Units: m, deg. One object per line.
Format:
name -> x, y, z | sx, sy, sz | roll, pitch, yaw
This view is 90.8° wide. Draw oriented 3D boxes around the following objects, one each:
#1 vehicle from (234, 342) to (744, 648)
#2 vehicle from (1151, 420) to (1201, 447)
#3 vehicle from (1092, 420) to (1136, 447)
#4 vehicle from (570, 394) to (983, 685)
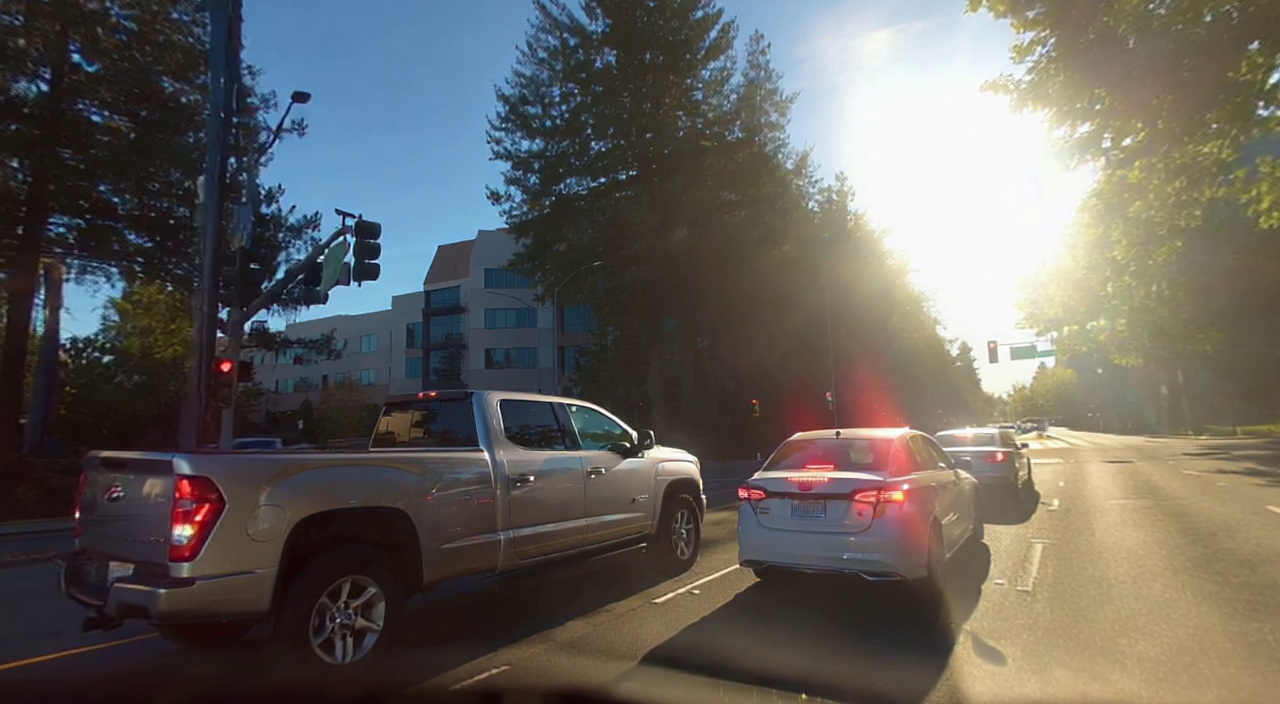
vehicle -> -0.878, 1.405, 7.463 | 2.272, 2.016, 6.146 | -5, -10, 28
vehicle -> 35.762, 5.481, 42.214 | 2.183, 1.714, 4.491 | -6, -11, 37
vehicle -> 32.789, 5.679, 43.725 | 2.160, 1.790, 4.303 | -6, -10, 35
vehicle -> 1.714, 1.381, 5.997 | 2.027, 1.549, 4.801 | -6, -10, 35
